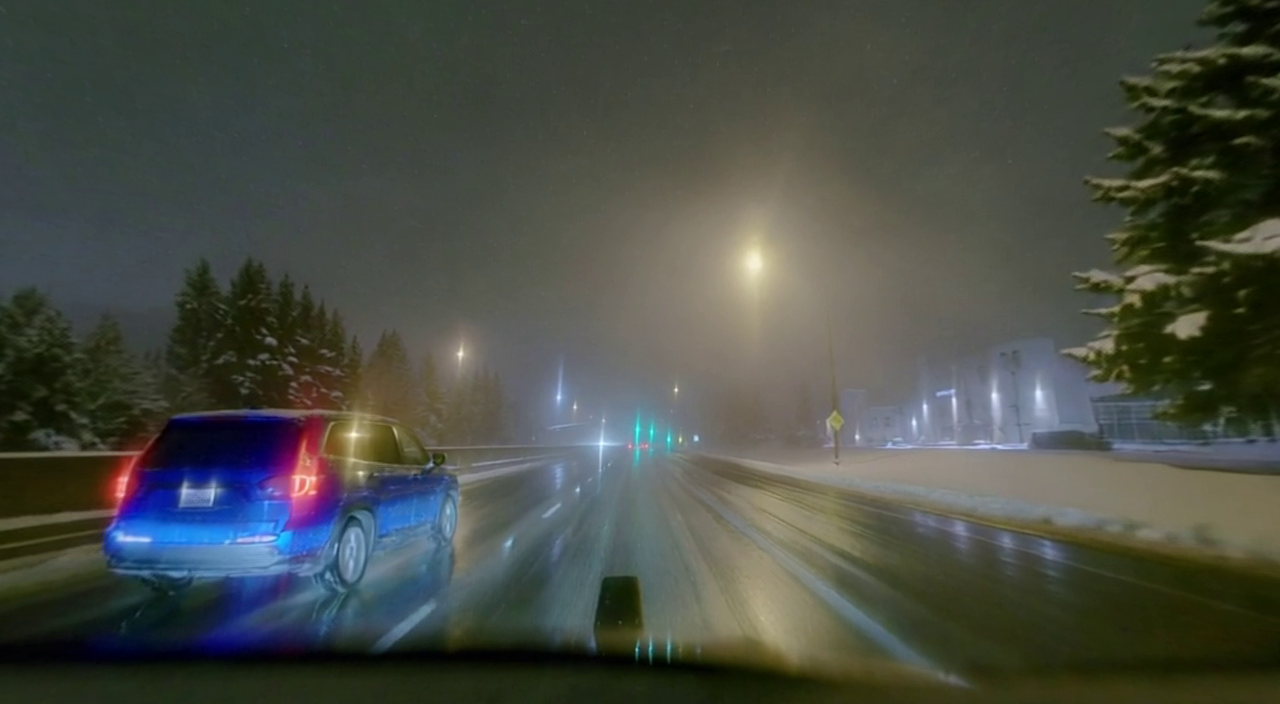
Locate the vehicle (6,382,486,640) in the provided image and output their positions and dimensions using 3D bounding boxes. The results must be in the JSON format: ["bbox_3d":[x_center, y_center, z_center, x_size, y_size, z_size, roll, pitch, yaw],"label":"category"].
[{"bbox_3d":[-3.188,1.388,6.525,2.033,1.713,4.503,0,-8,0],"label":"vehicle"}]
